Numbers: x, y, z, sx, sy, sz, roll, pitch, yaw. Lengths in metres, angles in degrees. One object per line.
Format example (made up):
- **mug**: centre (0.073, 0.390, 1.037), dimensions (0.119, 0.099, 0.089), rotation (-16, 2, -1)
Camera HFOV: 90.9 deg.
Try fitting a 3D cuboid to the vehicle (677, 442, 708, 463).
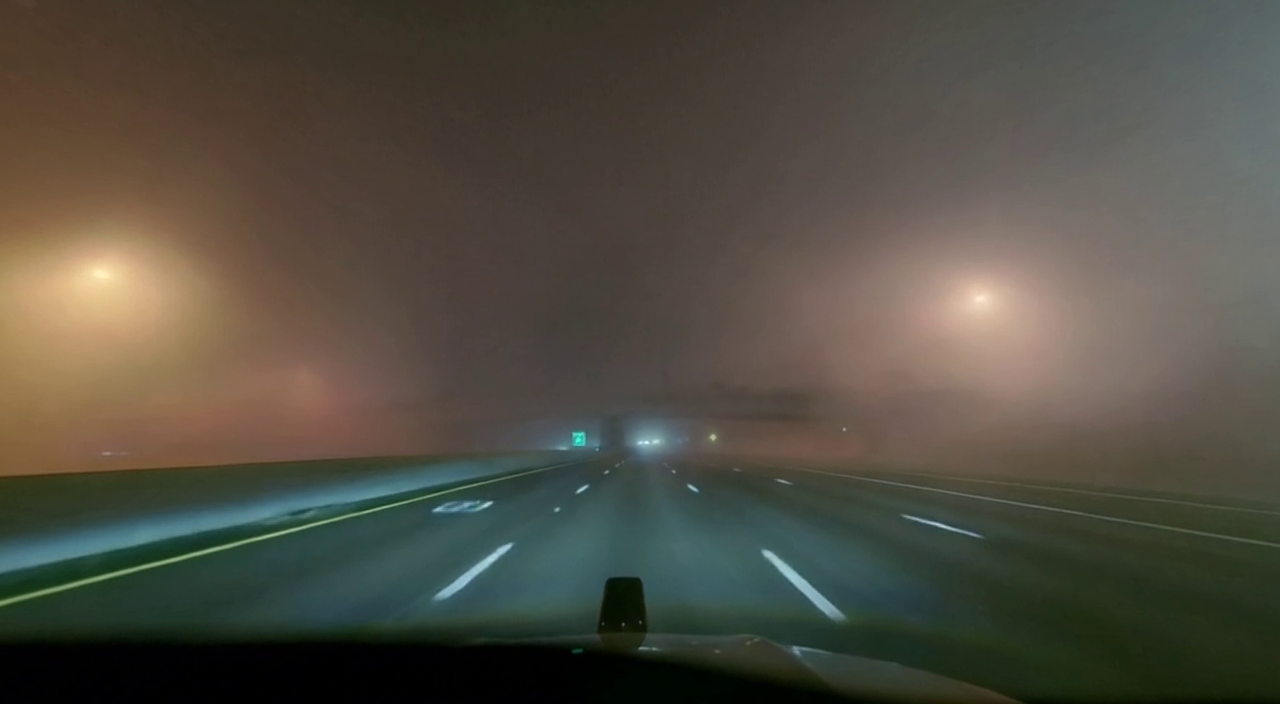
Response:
- **vehicle**: centre (3.991, 7.686, 48.605), dimensions (1.949, 1.515, 4.374), rotation (0, -8, -1)
